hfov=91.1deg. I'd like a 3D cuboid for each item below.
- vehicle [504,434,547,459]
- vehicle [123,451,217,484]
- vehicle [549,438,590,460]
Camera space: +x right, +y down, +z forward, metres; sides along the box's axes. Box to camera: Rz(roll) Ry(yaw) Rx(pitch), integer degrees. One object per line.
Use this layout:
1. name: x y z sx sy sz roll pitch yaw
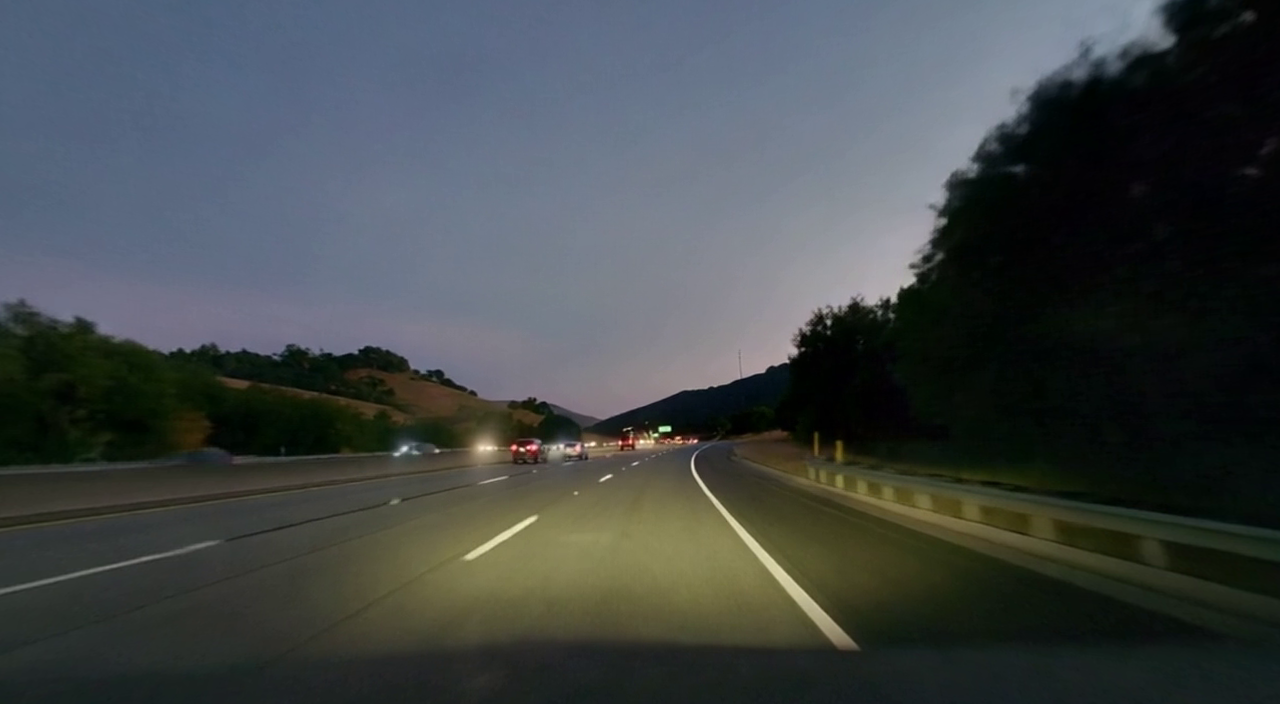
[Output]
1. vehicle: -8.532 7.105 47.195 2.063 1.743 4.392 -1 -9 6
2. vehicle: -21.599 5.298 29.007 1.512 1.353 3.443 -1 -8 4
3. vehicle: -4.913 6.901 44.635 2.010 1.489 4.456 -1 -9 5
